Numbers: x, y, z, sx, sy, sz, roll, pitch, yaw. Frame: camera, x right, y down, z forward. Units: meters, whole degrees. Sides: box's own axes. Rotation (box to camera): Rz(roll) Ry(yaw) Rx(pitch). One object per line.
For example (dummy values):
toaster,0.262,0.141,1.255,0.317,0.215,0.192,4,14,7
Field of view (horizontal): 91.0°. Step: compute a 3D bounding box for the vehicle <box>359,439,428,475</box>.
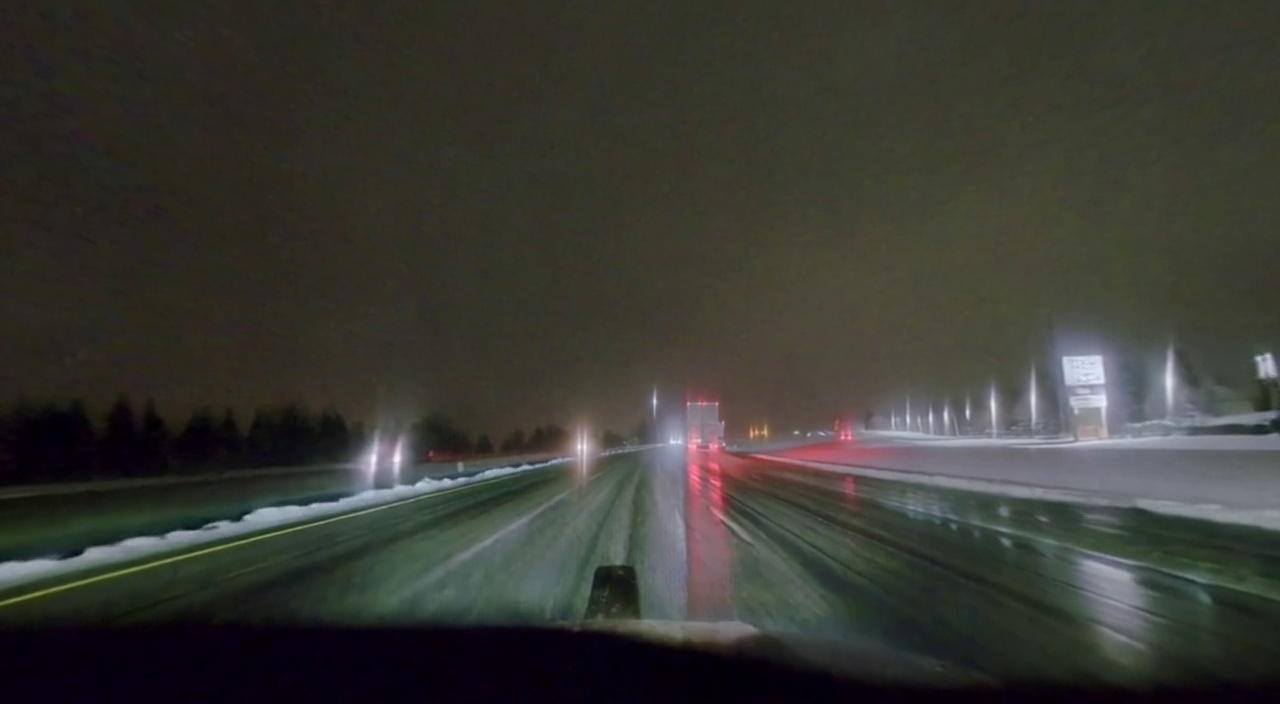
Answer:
vehicle,-18.666,7.924,48.193,2.288,2.531,6.938,-1,-8,2
